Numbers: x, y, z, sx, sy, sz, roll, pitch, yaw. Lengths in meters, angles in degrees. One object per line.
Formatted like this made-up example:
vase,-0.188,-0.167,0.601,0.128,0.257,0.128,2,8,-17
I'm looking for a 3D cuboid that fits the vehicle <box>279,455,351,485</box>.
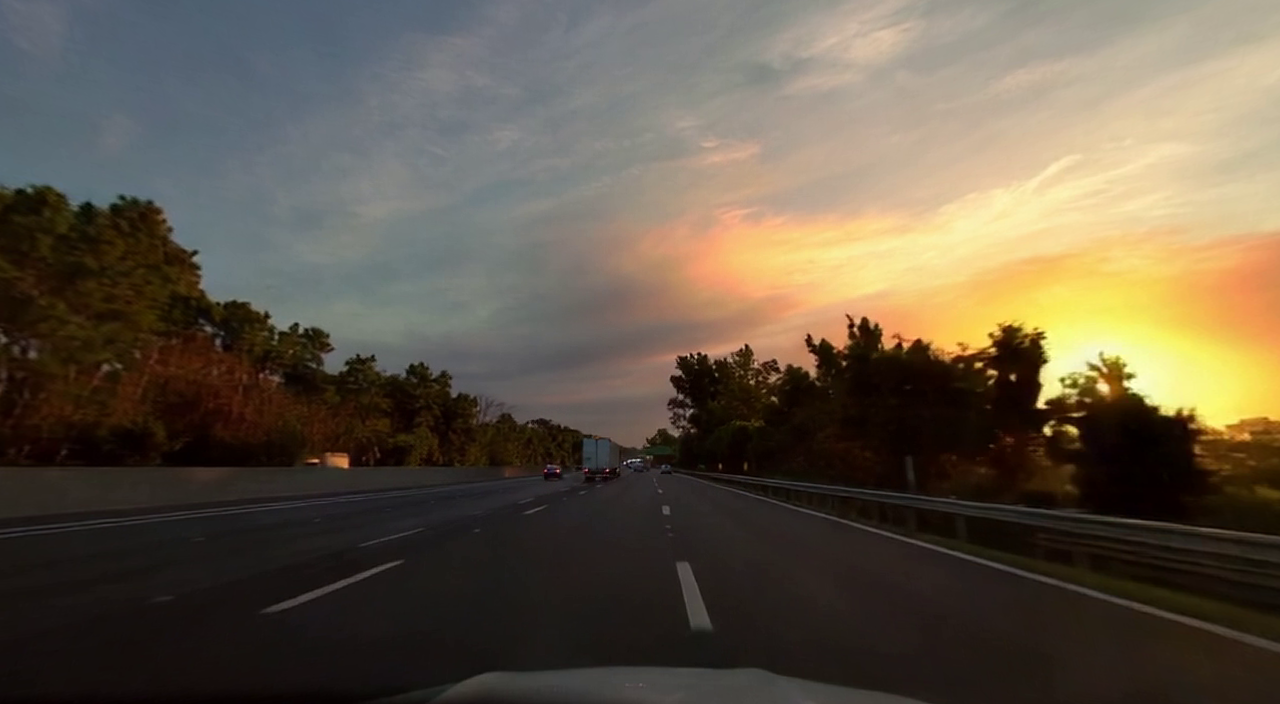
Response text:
vehicle,-21.574,7.899,42.102,2.068,1.838,4.784,0,-10,2
